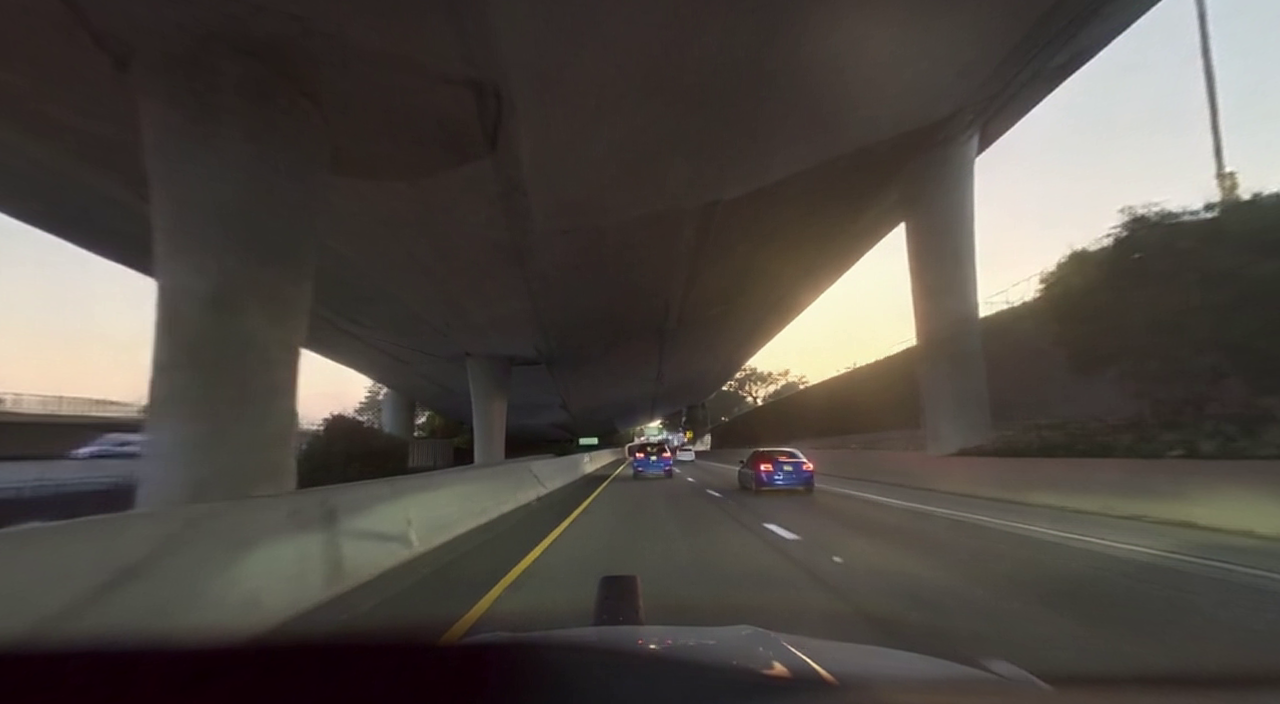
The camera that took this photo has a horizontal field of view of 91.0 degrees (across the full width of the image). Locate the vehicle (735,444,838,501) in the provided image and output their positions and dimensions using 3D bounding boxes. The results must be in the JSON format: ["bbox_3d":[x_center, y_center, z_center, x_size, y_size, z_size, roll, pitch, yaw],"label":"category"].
[{"bbox_3d":[4.284,3.566,19.077,2.047,1.500,4.017,1,-9,-2],"label":"vehicle"}]

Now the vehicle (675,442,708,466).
[{"bbox_3d":[3.800,7.608,46.954,2.047,1.700,4.069,0,-9,-1],"label":"vehicle"}]

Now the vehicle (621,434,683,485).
[{"bbox_3d":[0.425,4.278,25.301,2.264,1.841,4.583,0,-9,0],"label":"vehicle"}]
